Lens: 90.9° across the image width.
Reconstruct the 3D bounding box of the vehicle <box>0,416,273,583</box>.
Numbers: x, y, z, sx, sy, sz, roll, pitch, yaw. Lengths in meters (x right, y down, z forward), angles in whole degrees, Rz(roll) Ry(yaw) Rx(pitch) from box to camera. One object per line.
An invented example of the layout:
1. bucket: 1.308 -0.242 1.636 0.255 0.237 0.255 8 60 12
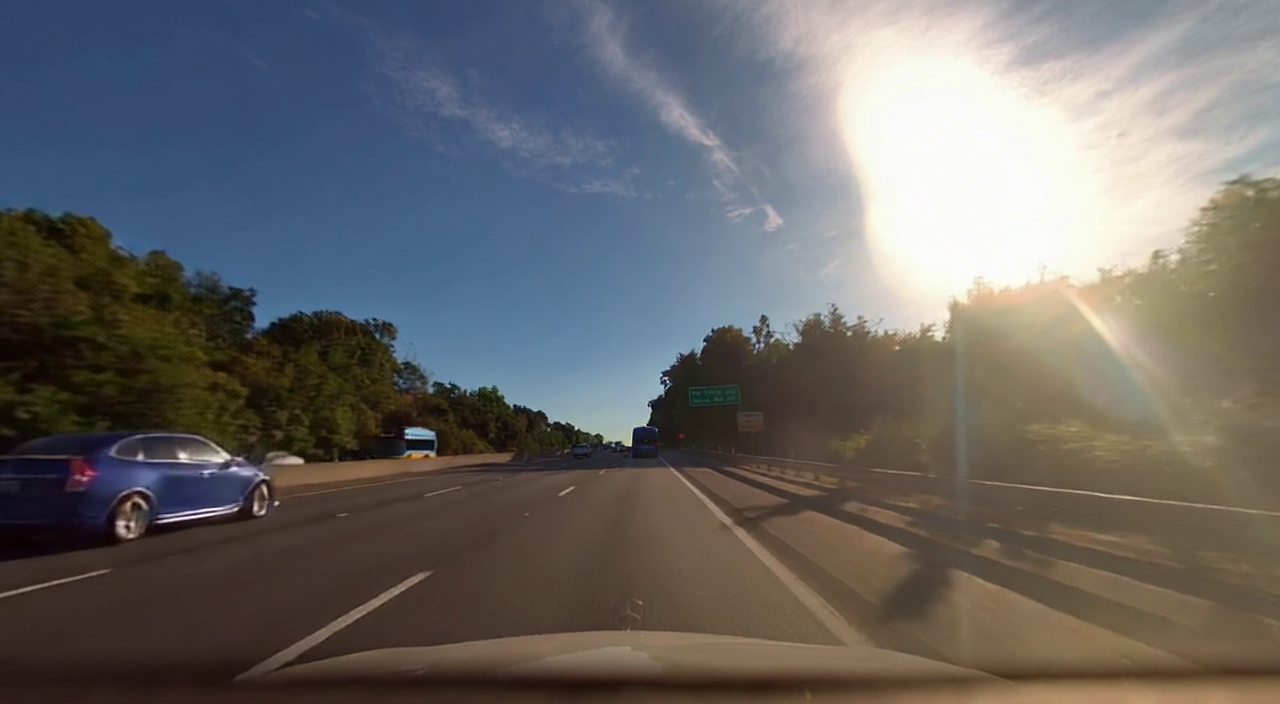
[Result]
1. vehicle: -7.507 1.826 8.661 2.080 1.674 4.660 0 -8 1
